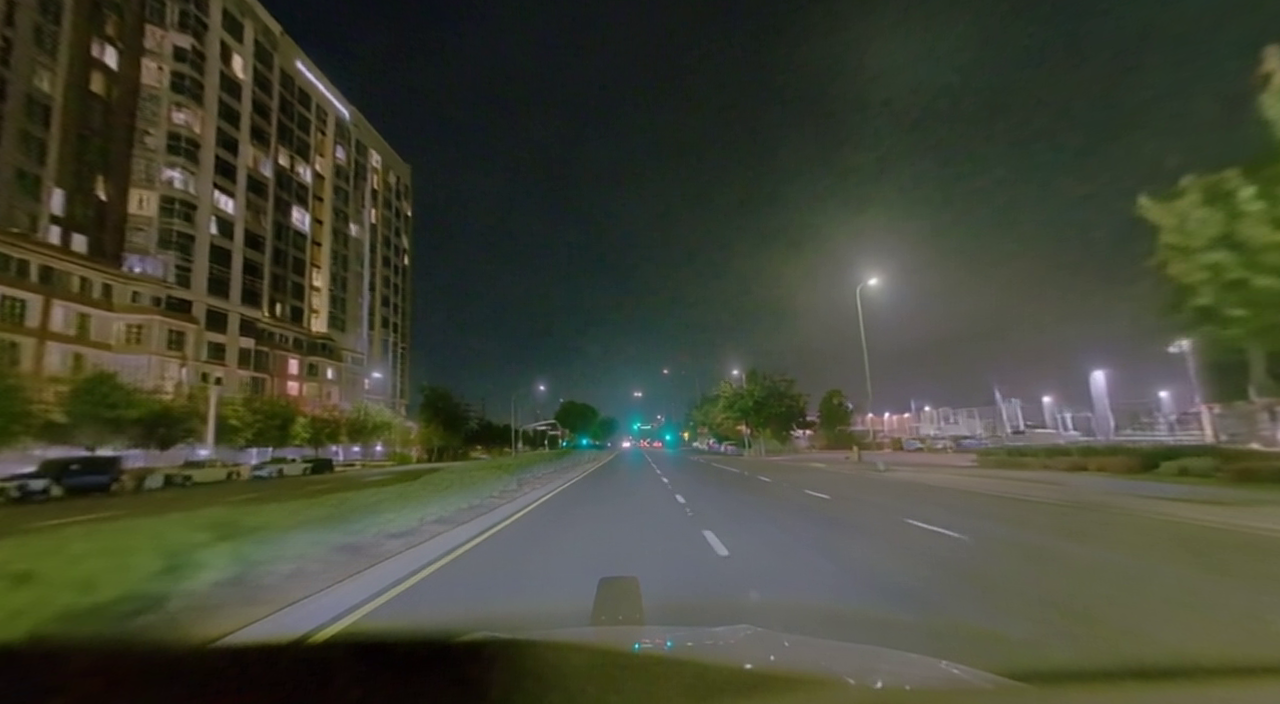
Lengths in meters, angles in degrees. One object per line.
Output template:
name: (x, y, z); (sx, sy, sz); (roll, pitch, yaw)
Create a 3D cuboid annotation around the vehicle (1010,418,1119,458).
vehicle: (31.030, 6.284, 46.221); (6.797, 2.774, 2.304); (2, -9, -12)

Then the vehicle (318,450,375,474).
vehicle: (-19.820, 7.409, 42.842); (1.959, 1.459, 4.150); (0, -8, -2)

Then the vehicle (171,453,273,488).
vehicle: (-20.316, 5.753, 31.003); (1.798, 1.487, 4.486); (0, -8, 2)

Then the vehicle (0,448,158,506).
vehicle: (-21.186, 4.657, 24.055); (1.879, 1.757, 4.656); (-3, -7, 3)

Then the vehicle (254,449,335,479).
vehicle: (-19.711, 6.425, 36.301); (1.920, 1.561, 4.654); (-1, -10, 2)
